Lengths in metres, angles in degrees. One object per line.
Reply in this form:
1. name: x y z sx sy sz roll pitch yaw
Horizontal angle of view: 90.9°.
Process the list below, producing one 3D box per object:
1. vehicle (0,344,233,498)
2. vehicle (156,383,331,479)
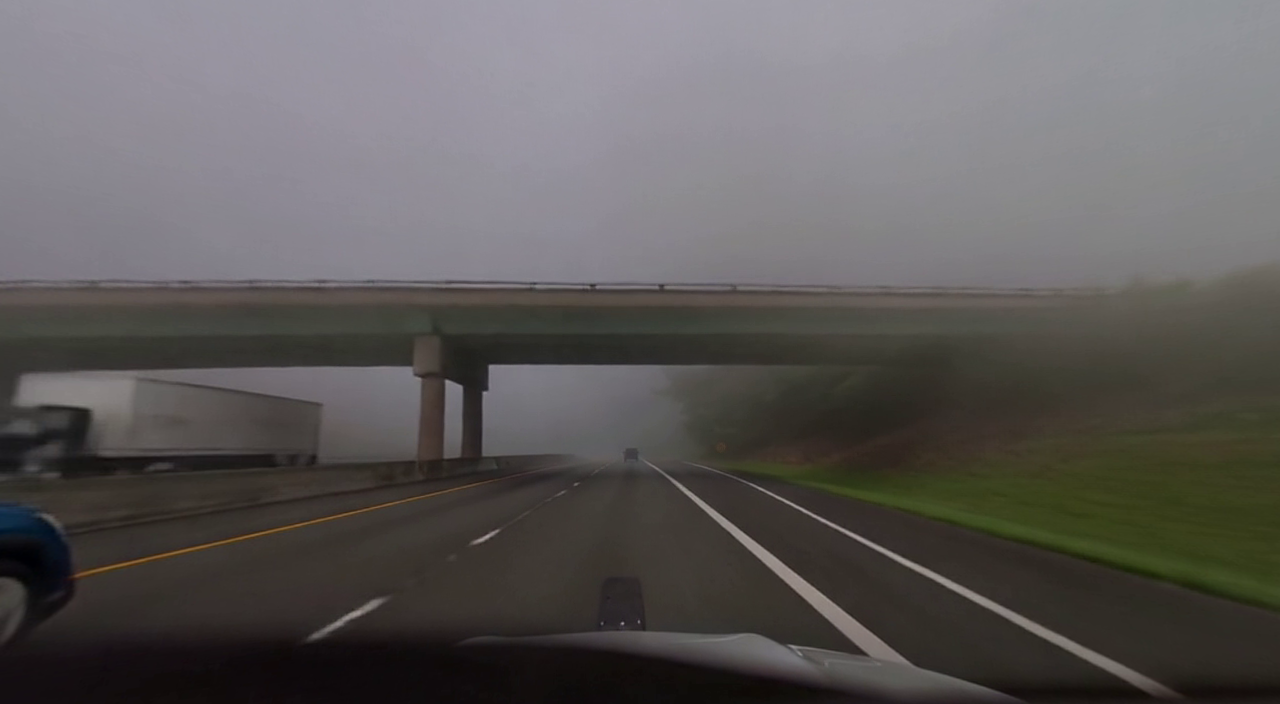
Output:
1. vehicle: -18.262 2.458 20.638 2.912 3.980 10.503 0 -9 -1
2. vehicle: -18.452 3.902 30.291 2.852 3.960 8.405 0 -9 -1
